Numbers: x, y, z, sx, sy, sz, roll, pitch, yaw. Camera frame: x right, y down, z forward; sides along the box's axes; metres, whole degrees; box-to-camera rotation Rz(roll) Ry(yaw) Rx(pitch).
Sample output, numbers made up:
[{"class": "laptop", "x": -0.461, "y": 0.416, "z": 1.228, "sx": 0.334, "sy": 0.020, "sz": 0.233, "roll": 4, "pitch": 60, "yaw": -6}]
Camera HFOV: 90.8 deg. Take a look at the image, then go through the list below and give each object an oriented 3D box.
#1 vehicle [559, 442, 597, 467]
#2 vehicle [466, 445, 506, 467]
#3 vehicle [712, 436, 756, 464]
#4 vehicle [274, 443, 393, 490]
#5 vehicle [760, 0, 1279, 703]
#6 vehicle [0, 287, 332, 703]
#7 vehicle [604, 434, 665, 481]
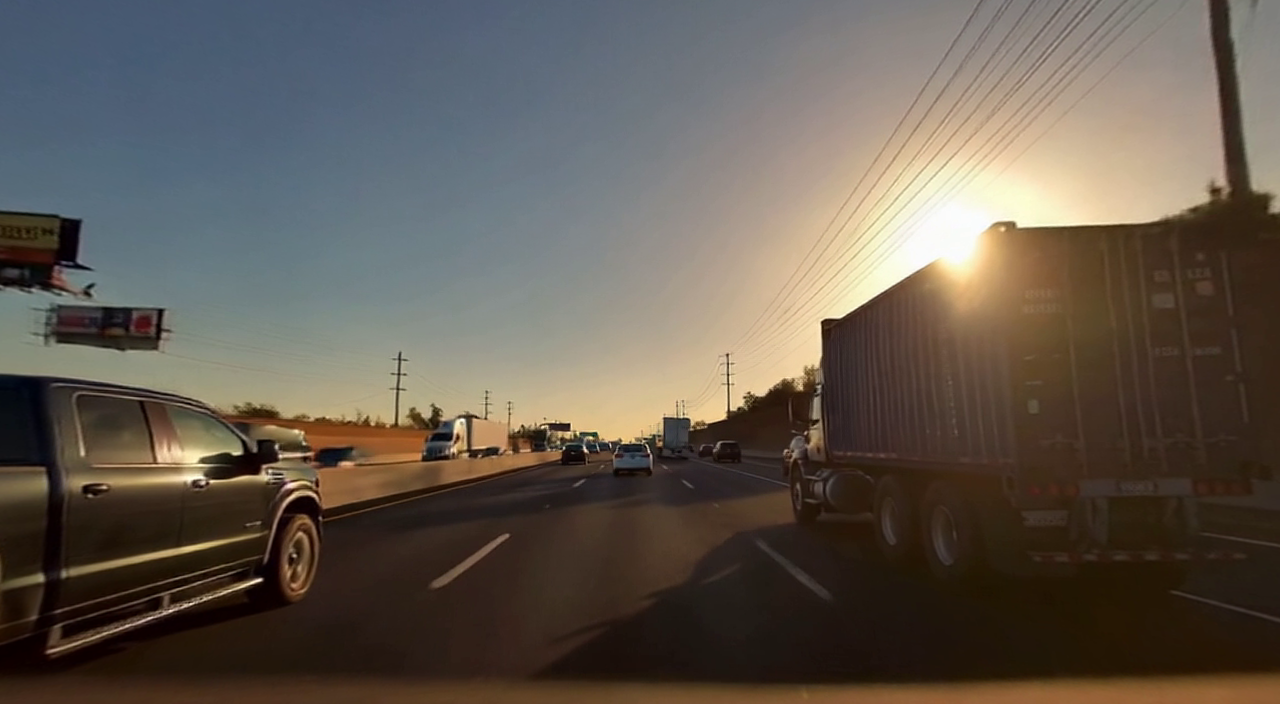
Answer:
[{"class": "vehicle", "x": -3.966, "y": 6.677, "z": 41.328, "sx": 2.025, "sy": 1.498, "sz": 4.675, "roll": 0, "pitch": -9, "yaw": 0}, {"class": "vehicle", "x": -10.725, "y": 7.284, "z": 44.324, "sx": 1.850, "sy": 1.453, "sz": 3.853, "roll": 0, "pitch": -9, "yaw": 0}, {"class": "vehicle", "x": 6.928, "y": 7.298, "z": 47.131, "sx": 2.302, "sy": 1.973, "sz": 5.502, "roll": 0, "pitch": -9, "yaw": -1}, {"class": "vehicle", "x": -10.869, "y": 4.077, "z": 22.868, "sx": 2.054, "sy": 1.489, "sz": 4.507, "roll": 0, "pitch": -9, "yaw": 0}, {"class": "vehicle", "x": 3.422, "y": 0.243, "z": 5.542, "sx": 3.013, "sy": 3.940, "sz": 7.933, "roll": 0, "pitch": -9, "yaw": -1}, {"class": "vehicle", "x": -4.114, "y": 0.735, "z": 2.891, "sx": 2.323, "sy": 2.046, "sz": 6.006, "roll": 0, "pitch": -9, "yaw": 1}, {"class": "vehicle", "x": -0.211, "y": 4.164, "z": 25.040, "sx": 2.191, "sy": 1.685, "sz": 4.015, "roll": 0, "pitch": -9, "yaw": 0}]
